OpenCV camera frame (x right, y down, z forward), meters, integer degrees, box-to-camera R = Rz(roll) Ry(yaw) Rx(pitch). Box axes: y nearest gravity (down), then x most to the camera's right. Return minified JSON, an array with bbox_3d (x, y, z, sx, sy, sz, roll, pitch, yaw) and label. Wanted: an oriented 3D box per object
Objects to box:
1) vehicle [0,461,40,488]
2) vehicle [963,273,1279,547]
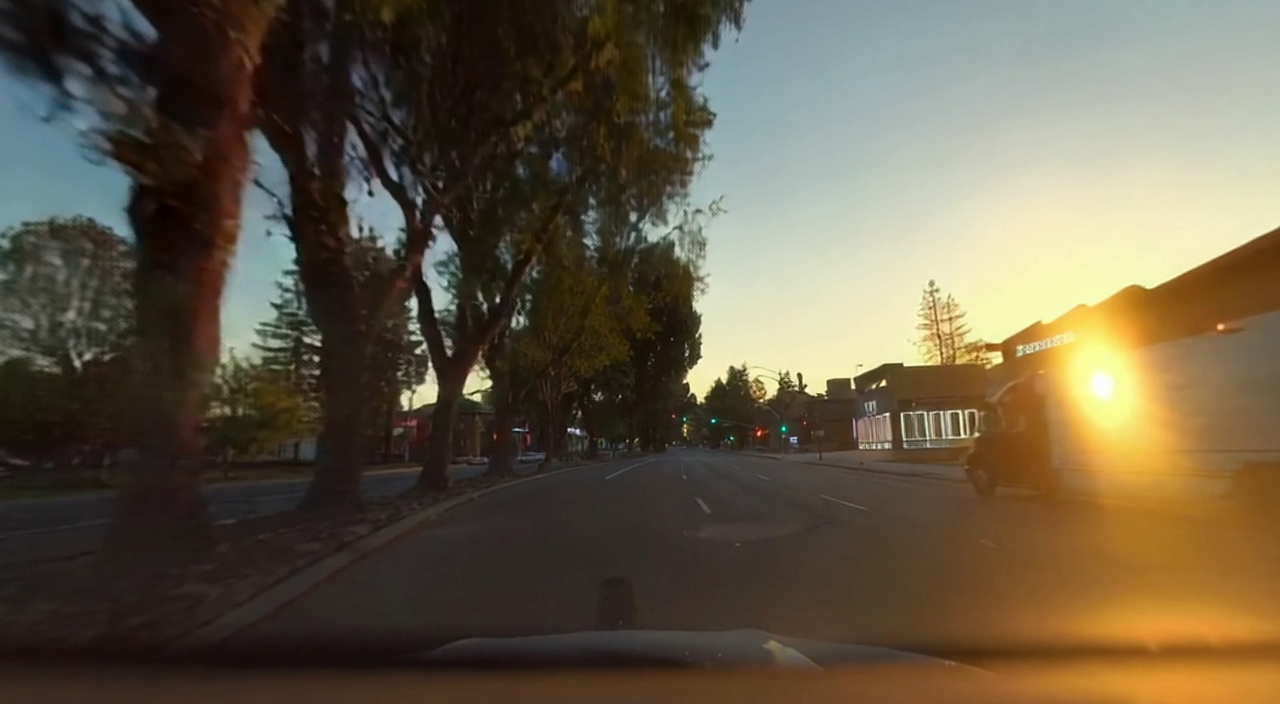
[{"bbox_3d":[-49.014,9.380,48.546,2.063,1.854,4.669,2,-9,-16],"label":"vehicle"},{"bbox_3d":[9.710,1.074,10.382,2.946,3.506,10.682,0,-9,-1],"label":"vehicle"}]
